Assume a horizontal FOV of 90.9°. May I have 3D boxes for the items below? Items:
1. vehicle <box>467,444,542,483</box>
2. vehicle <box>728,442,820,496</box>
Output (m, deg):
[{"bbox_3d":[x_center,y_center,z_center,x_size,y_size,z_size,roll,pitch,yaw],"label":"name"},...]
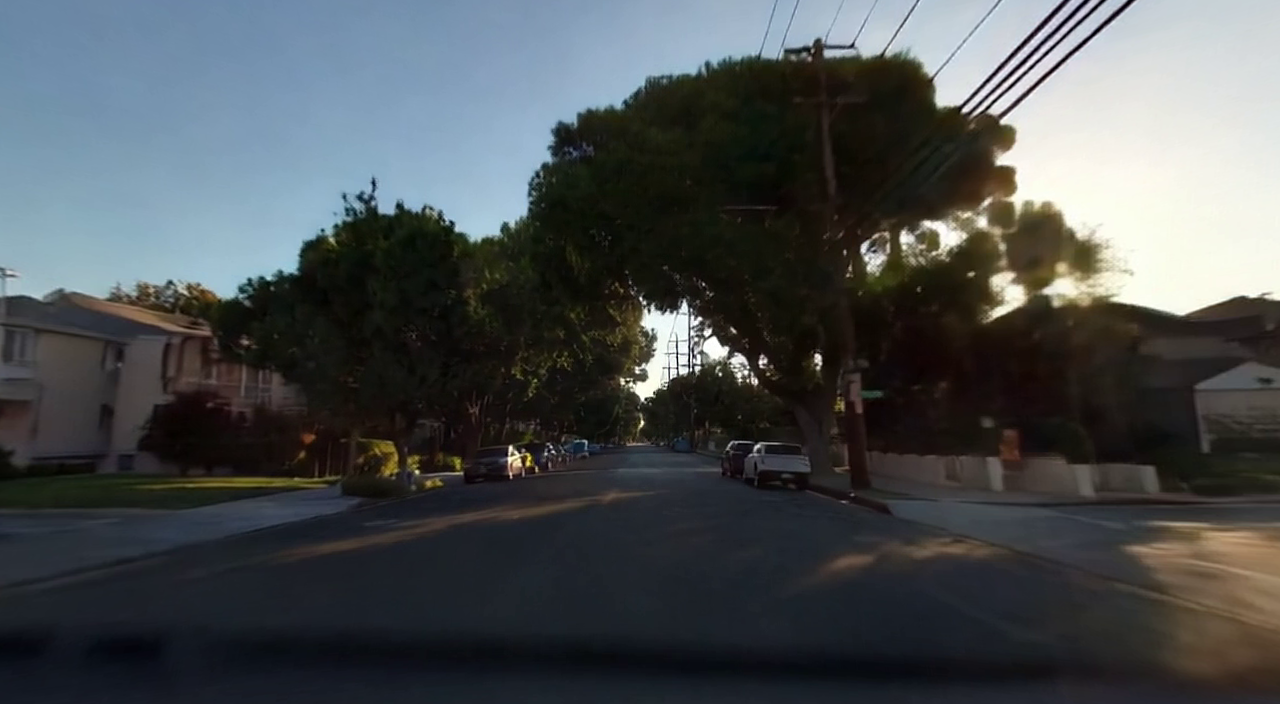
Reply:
[{"bbox_3d":[-5.884,4.879,28.063,2.231,1.492,4.727,1,-8,1],"label":"vehicle"},{"bbox_3d":[3.943,3.499,19.287,1.851,1.438,4.177,0,-8,0],"label":"vehicle"}]
